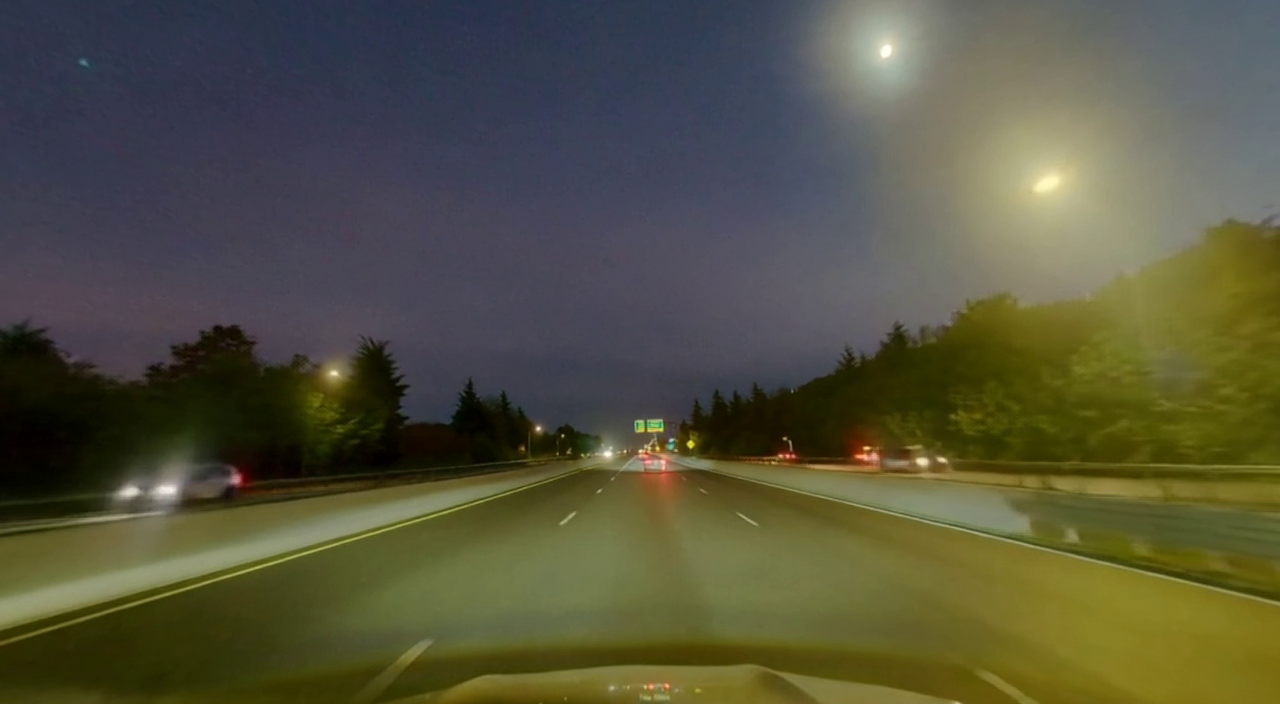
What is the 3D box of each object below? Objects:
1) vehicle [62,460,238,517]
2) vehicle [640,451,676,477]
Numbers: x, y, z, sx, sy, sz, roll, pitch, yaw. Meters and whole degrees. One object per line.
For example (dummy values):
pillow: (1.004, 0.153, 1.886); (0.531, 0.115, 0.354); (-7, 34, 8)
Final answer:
vehicle: (-17.113, 4.763, 22.467); (2.335, 1.694, 4.933); (0, -9, -1)
vehicle: (1.028, 6.652, 37.728); (2.036, 1.457, 3.471); (0, -9, -1)
